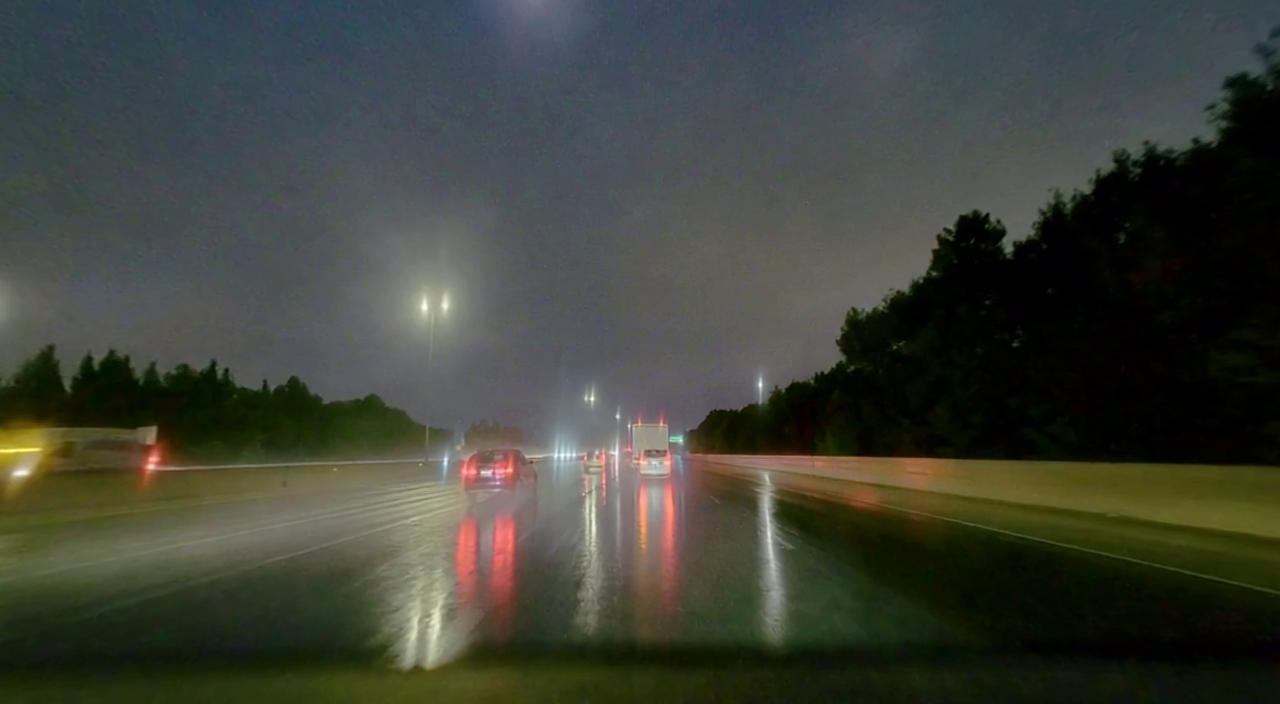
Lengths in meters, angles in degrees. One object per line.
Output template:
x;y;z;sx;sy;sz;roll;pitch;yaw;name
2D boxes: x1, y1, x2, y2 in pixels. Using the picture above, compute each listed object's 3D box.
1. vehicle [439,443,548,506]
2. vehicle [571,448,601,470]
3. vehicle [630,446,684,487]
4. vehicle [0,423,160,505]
-3.892;3.324;17.498;1.940;1.502;4.463;-1;-9;1;vehicle
-3.912;7.811;46.013;1.837;1.530;3.844;0;-9;0;vehicle
0.637;4.646;25.772;2.015;1.526;4.286;0;-9;0;vehicle
-20.092;3.833;21.772;2.393;2.473;5.435;-1;-9;1;vehicle
